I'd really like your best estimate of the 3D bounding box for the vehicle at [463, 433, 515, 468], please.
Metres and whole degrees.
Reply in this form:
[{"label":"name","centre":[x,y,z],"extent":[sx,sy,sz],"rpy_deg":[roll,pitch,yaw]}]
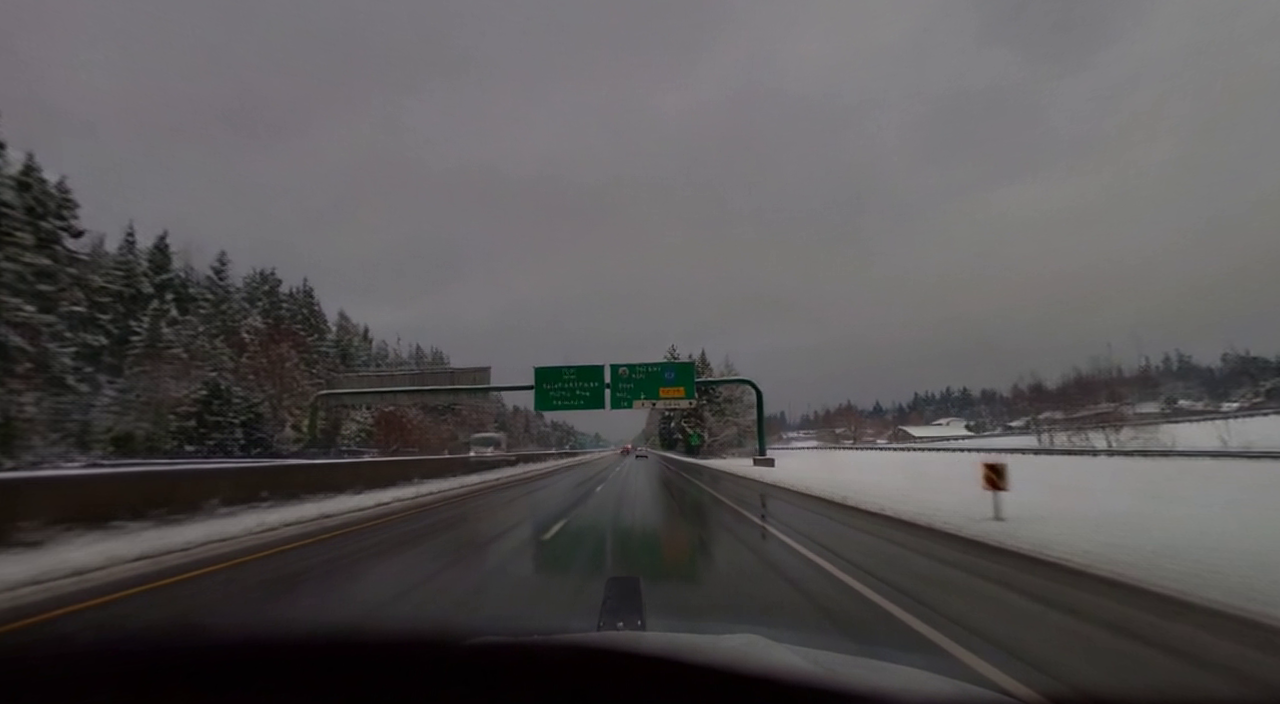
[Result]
[{"label":"vehicle","centre":[-10.721,7.071,45.223],"extent":[2.368,2.301,5.356],"rpy_deg":[0,-9,0]}]
